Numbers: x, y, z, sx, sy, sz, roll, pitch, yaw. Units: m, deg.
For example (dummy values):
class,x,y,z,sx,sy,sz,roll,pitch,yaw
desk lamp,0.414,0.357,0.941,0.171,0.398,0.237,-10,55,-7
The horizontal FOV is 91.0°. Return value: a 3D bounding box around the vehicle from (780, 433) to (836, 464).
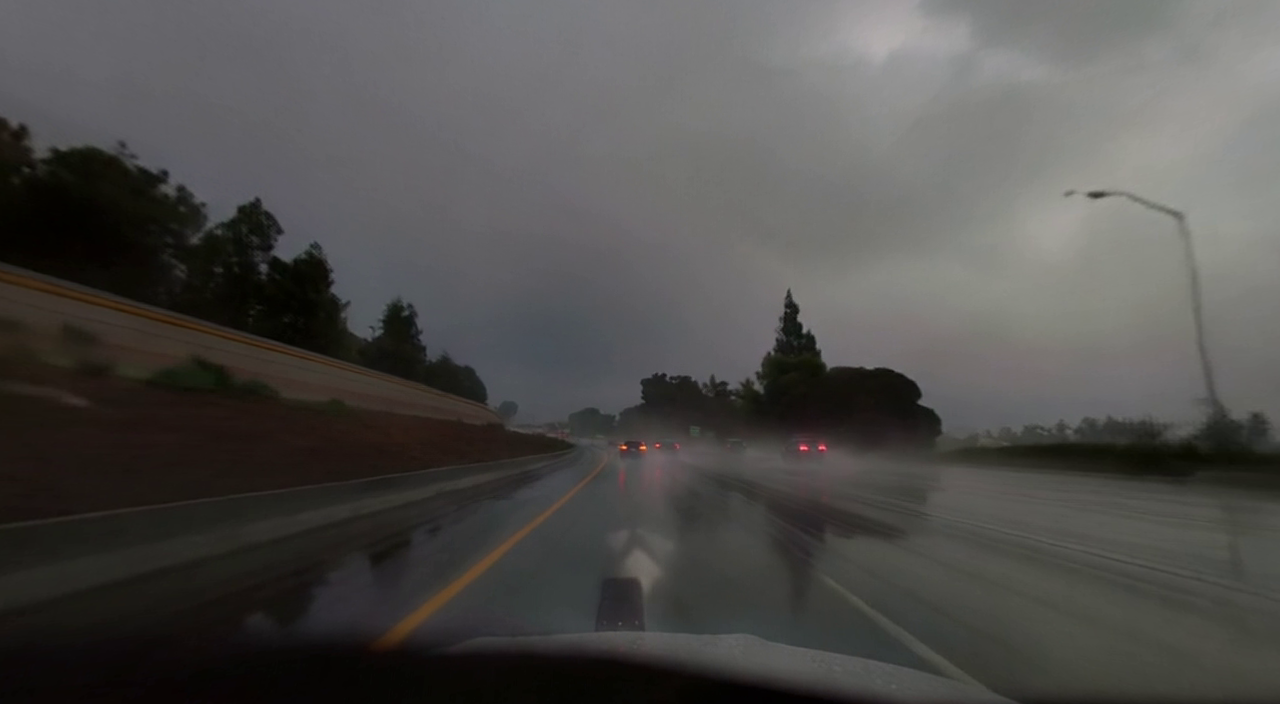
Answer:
class,x,y,z,sx,sy,sz,roll,pitch,yaw
vehicle,10.262,5.954,38.782,2.077,1.763,4.472,0,-8,-2
